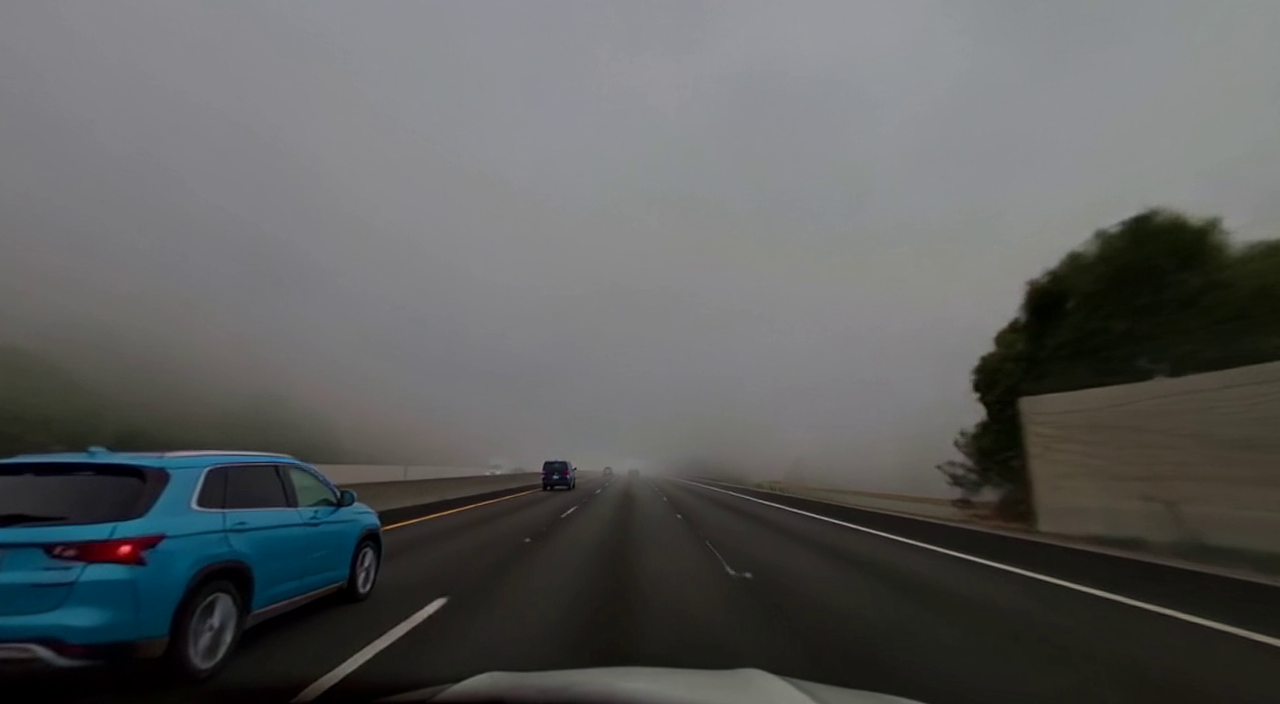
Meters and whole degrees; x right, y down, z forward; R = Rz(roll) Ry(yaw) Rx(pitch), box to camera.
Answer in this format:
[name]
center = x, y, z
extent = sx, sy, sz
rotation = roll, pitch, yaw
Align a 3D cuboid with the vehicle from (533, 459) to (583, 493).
[vehicle]
center = -4.595, 7.050, 36.015
extent = 2.178, 1.736, 4.847
rotation = 1, -10, 0
